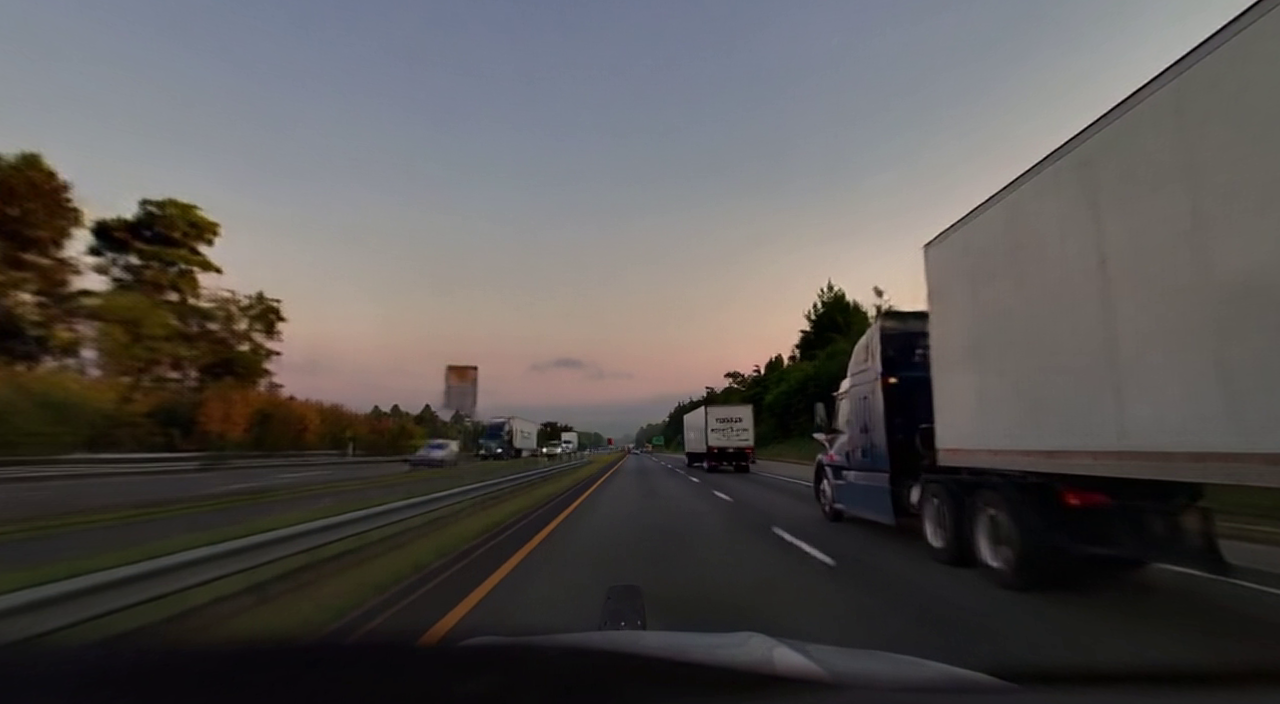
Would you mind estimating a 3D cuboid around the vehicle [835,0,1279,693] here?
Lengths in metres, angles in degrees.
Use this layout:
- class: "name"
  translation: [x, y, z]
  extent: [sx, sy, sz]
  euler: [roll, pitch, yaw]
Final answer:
- class: "vehicle"
  translation: [4.981, -0.117, 3.973]
  extent: [2.929, 4.093, 14.258]
  euler: [0, -9, 0]

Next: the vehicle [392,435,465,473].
- class: "vehicle"
  translation: [-9.944, 4.826, 29.963]
  extent: [1.858, 1.645, 4.182]
  euler: [0, -9, 2]

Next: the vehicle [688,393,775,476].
- class: "vehicle"
  translation: [5.023, 5.134, 38.094]
  extent: [2.983, 4.030, 14.444]
  euler: [0, -9, 0]
